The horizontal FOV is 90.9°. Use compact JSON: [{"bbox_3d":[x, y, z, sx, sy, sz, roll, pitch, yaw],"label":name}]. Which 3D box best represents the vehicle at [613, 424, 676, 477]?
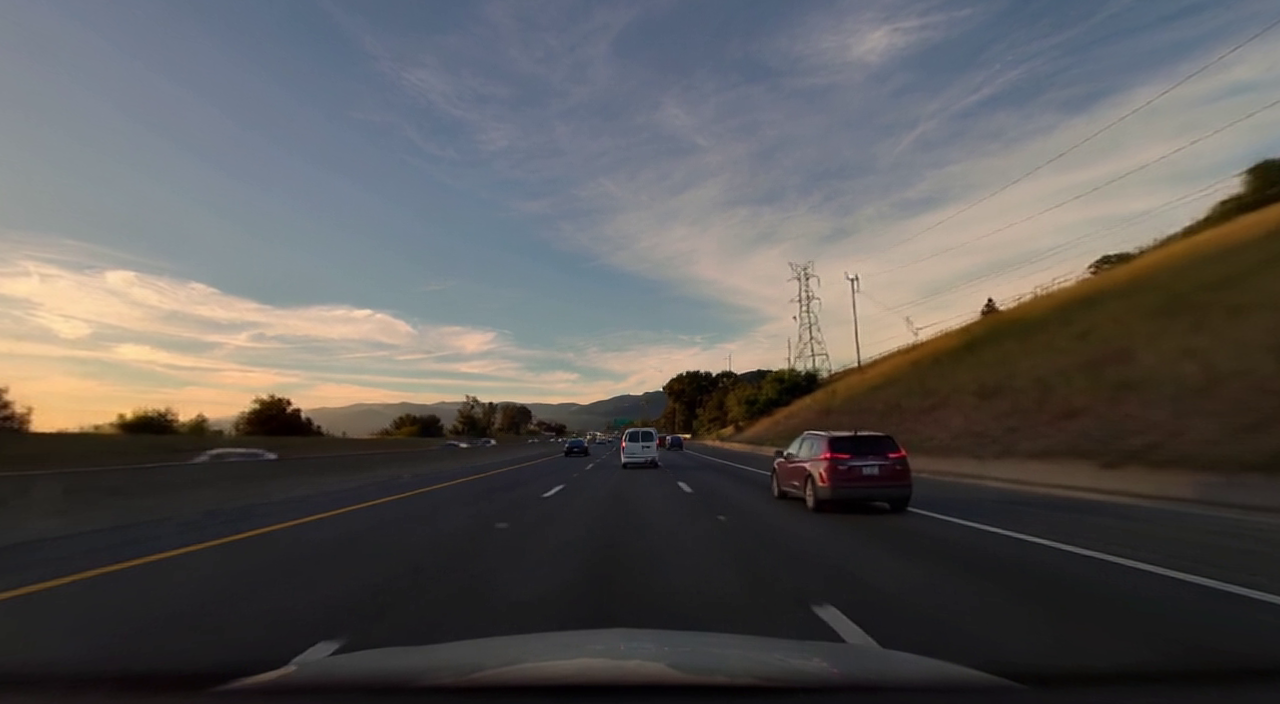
[{"bbox_3d":[0.105,3.658,23.732,2.159,1.811,4.238,0,-8,-1],"label":"vehicle"}]

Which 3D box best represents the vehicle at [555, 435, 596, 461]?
[{"bbox_3d":[-3.957,5.991,39.501,2.093,1.517,4.648,0,-8,0],"label":"vehicle"}]

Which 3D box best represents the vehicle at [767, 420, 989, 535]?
[{"bbox_3d":[3.757,2.043,11.061,1.923,1.562,4.691,0,-8,-2],"label":"vehicle"}]

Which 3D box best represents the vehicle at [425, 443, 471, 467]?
[{"bbox_3d":[-12.222,6.556,40.350,1.904,1.452,3.703,0,-7,-2],"label":"vehicle"}]

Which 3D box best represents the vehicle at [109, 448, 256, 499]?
[{"bbox_3d":[-15.456,4.077,21.627,1.940,1.466,4.157,0,-8,-1],"label":"vehicle"}]
